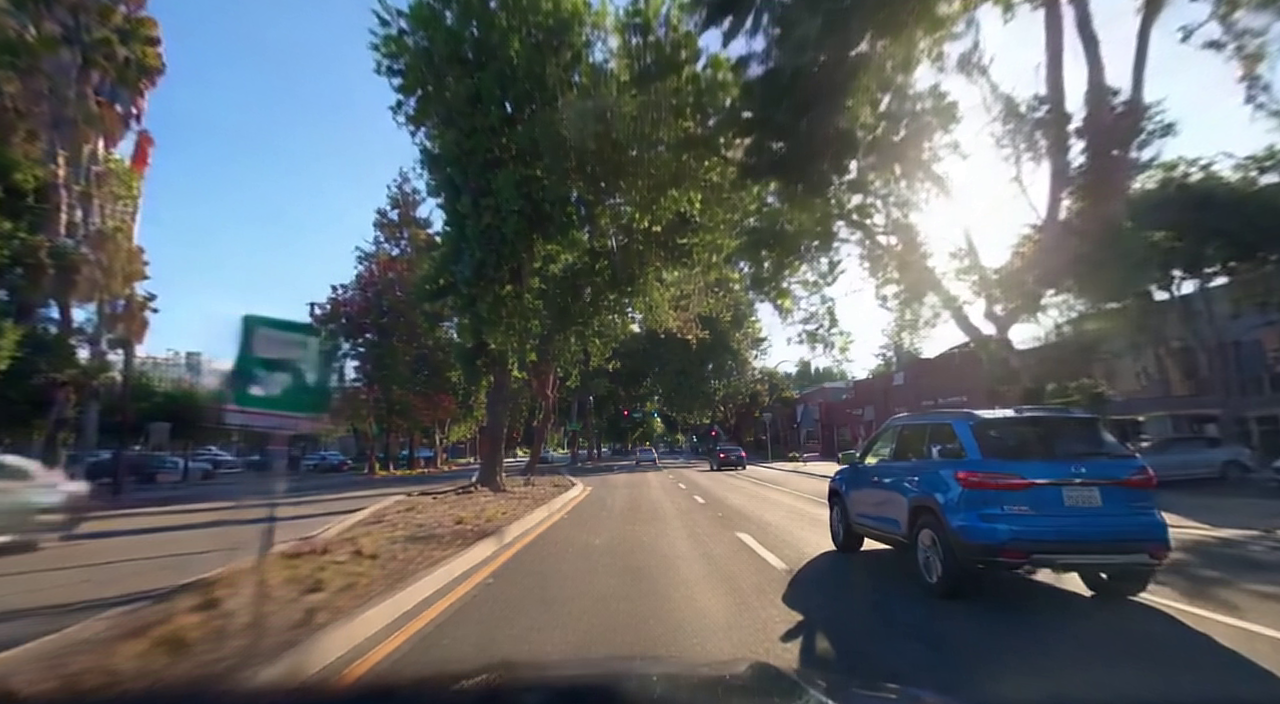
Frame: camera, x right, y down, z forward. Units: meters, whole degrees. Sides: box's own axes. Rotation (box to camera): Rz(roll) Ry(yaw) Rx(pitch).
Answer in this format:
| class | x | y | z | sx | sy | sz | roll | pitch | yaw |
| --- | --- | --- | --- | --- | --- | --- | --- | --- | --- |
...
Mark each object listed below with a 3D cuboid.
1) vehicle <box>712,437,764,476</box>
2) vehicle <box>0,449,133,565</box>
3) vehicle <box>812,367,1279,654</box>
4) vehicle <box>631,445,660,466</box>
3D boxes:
| class | x | y | z | sx | sy | sz | roll | pitch | yaw |
| --- | --- | --- | --- | --- | --- | --- | --- | --- | --- |
| vehicle | 4.912 | 5.351 | 32.382 | 2.085 | 1.828 | 5.383 | 0 | -9 | 3 |
| vehicle | -9.233 | 2.010 | 8.166 | 1.932 | 1.483 | 4.246 | 1 | -9 | -4 |
| vehicle | 3.381 | 1.351 | 6.354 | 2.033 | 1.865 | 4.360 | 0 | -9 | 0 |
| vehicle | 0.422 | 7.949 | 48.437 | 2.131 | 1.474 | 4.146 | 0 | -9 | 1 |
